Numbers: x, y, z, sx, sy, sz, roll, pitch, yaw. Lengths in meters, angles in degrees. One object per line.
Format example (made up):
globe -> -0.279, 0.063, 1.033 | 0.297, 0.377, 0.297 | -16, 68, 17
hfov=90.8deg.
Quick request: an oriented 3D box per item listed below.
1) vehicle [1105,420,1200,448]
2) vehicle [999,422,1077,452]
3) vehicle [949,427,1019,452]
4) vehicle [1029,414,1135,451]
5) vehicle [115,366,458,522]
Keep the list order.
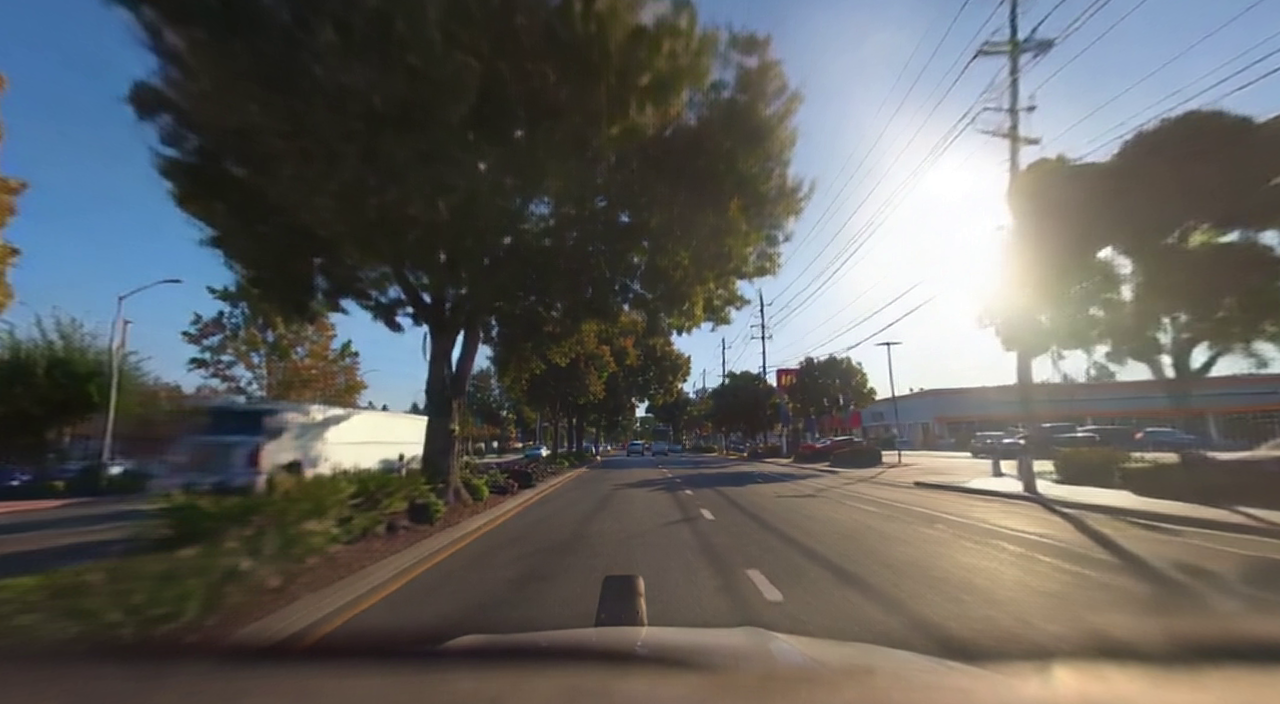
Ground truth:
vehicle -> 34.256, 5.552, 42.439 | 2.220, 1.723, 4.883 | 0, -8, 0
vehicle -> 25.437, 5.506, 40.582 | 2.012, 1.772, 4.458 | 0, -8, 0
vehicle -> 22.973, 5.910, 42.380 | 2.113, 1.582, 4.559 | -1, -9, 0
vehicle -> 28.488, 5.280, 41.038 | 2.346, 2.093, 6.071 | -2, -8, -1
vehicle -> -8.932, 2.774, 19.174 | 3.241, 3.133, 12.822 | 0, -8, -1
